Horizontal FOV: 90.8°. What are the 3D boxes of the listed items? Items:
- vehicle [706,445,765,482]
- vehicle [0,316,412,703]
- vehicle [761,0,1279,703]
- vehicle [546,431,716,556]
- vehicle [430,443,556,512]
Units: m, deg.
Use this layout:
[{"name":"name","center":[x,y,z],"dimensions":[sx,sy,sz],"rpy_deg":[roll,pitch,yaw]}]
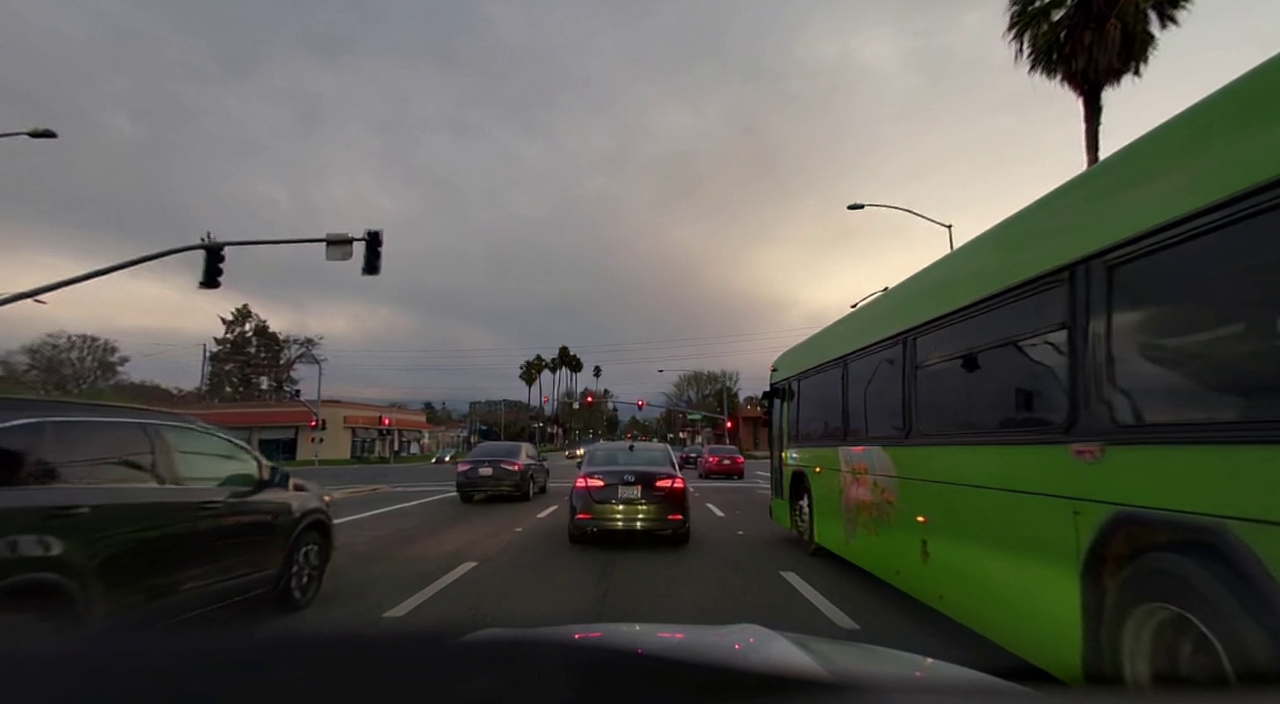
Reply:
[{"name":"vehicle","center":[4.108,4.888,27.978],"dimensions":[1.989,1.467,4.364],"rpy_deg":[0,-9,1]},{"name":"vehicle","center":[-3.498,1.019,3.987],"dimensions":[2.145,1.824,4.974],"rpy_deg":[0,-9,1]},{"name":"vehicle","center":[3.633,-0.046,4.093],"dimensions":[3.068,4.026,13.534],"rpy_deg":[0,-9,0]},{"name":"vehicle","center":[-0.123,2.018,9.666],"dimensions":[2.060,1.499,3.831],"rpy_deg":[0,-9,0]},{"name":"vehicle","center":[-3.354,2.928,15.306],"dimensions":[1.919,1.415,4.178],"rpy_deg":[0,-9,2]}]
